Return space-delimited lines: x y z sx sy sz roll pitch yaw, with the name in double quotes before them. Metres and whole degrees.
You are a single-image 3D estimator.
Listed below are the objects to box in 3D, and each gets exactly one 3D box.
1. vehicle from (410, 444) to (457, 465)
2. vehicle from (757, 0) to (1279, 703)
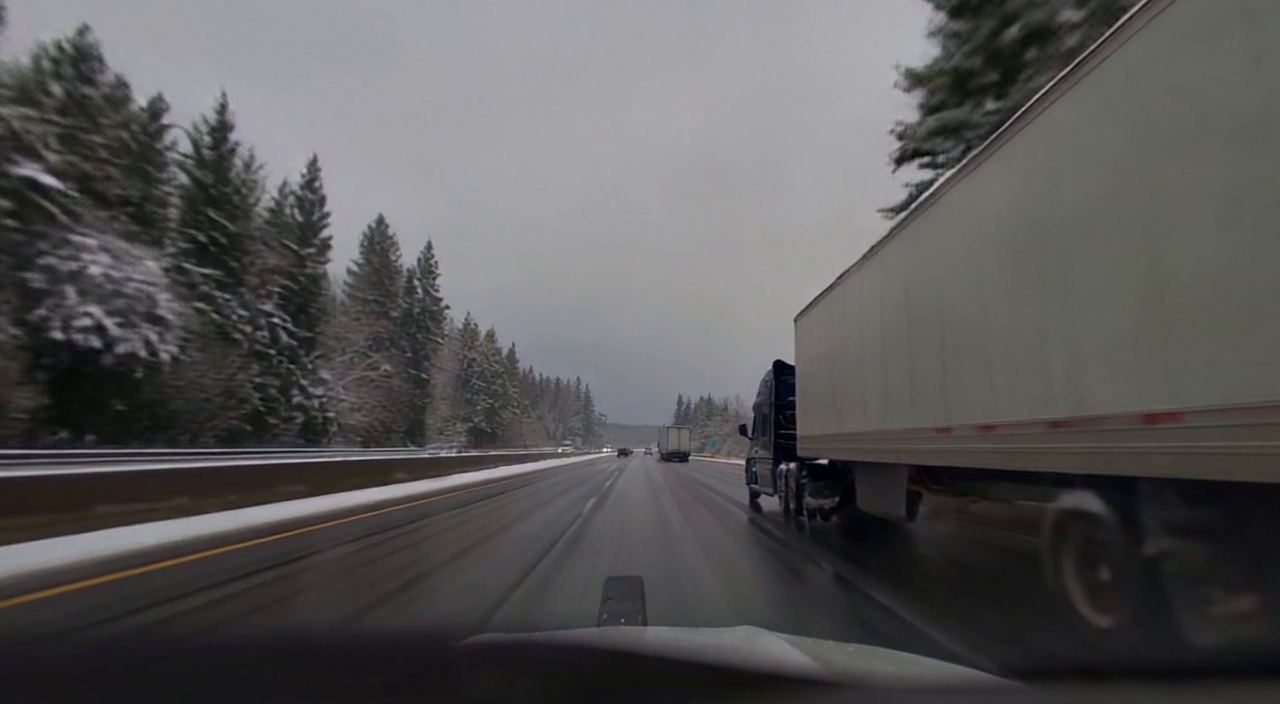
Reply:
"vehicle" -15.059 7.503 46.175 1.855 1.494 4.724 0 -9 0
"vehicle" 4.153 0.526 7.684 2.950 4.033 13.276 0 -9 0
